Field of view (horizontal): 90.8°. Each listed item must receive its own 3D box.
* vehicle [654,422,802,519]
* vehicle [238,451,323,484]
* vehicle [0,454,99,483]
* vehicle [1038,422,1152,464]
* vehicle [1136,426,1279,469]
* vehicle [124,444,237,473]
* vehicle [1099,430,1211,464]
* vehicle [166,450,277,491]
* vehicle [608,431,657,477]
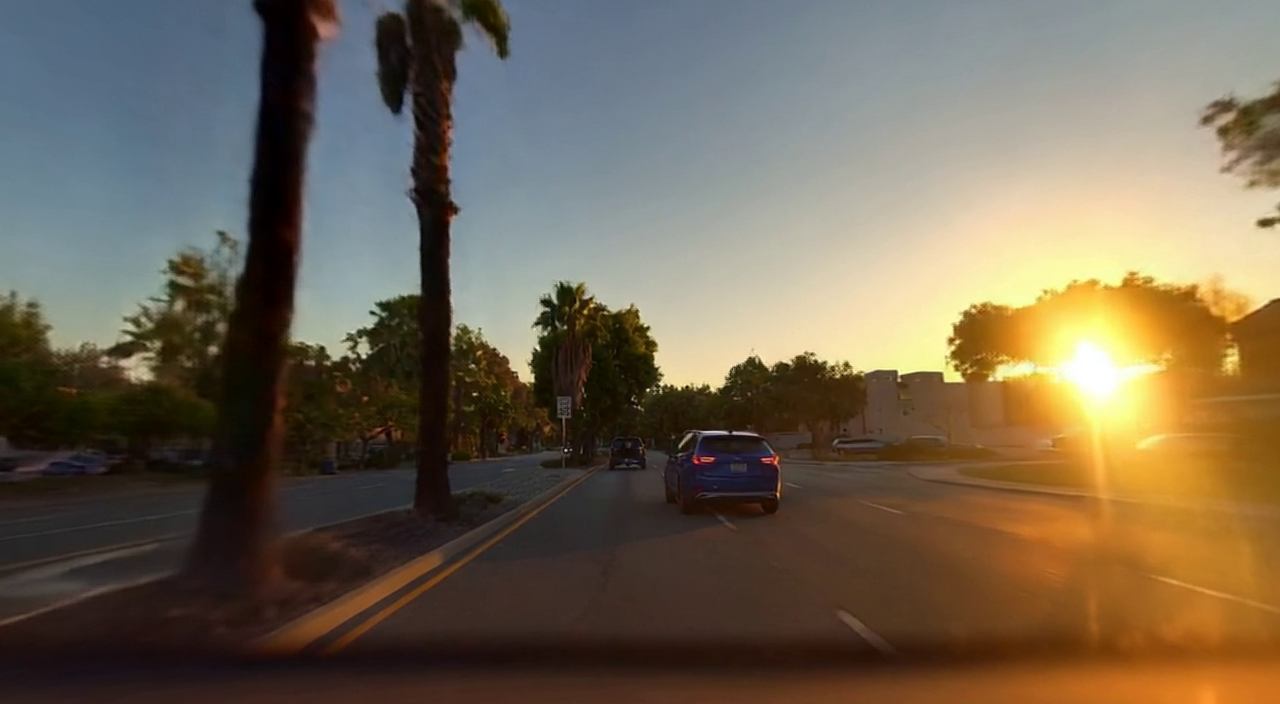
[{"bbox_3d":[1.612,2.410,13.396,2.239,1.693,4.301,0,-8,-4],"label":"vehicle"},{"bbox_3d":[-19.861,6.371,35.196,1.929,1.646,4.716,0,-8,0],"label":"vehicle"},{"bbox_3d":[-32.031,6.125,33.393,4.903,1.451,2.031,0,-8,-2],"label":"vehicle"},{"bbox_3d":[21.212,4.287,29.742,1.894,1.784,4.571,0,-8,0],"label":"vehicle"},{"bbox_3d":[26.481,4.564,29.783,2.023,1.704,4.841,-4,-10,-3],"label":"vehicle"},{"bbox_3d":[-31.597,7.333,43.618,5.741,1.939,2.483,0,-8,-2],"label":"vehicle"},{"bbox_3d":[23.997,4.449,29.641,2.004,1.519,3.714,0,-8,-2],"label":"vehicle"},{"bbox_3d":[-19.731,5.580,30.092,2.029,1.723,4.639,0,-8,1],"label":"vehicle"},{"bbox_3d":[-0.323,4.446,27.782,1.981,1.854,3.983,0,-8,0],"label":"vehicle"}]
